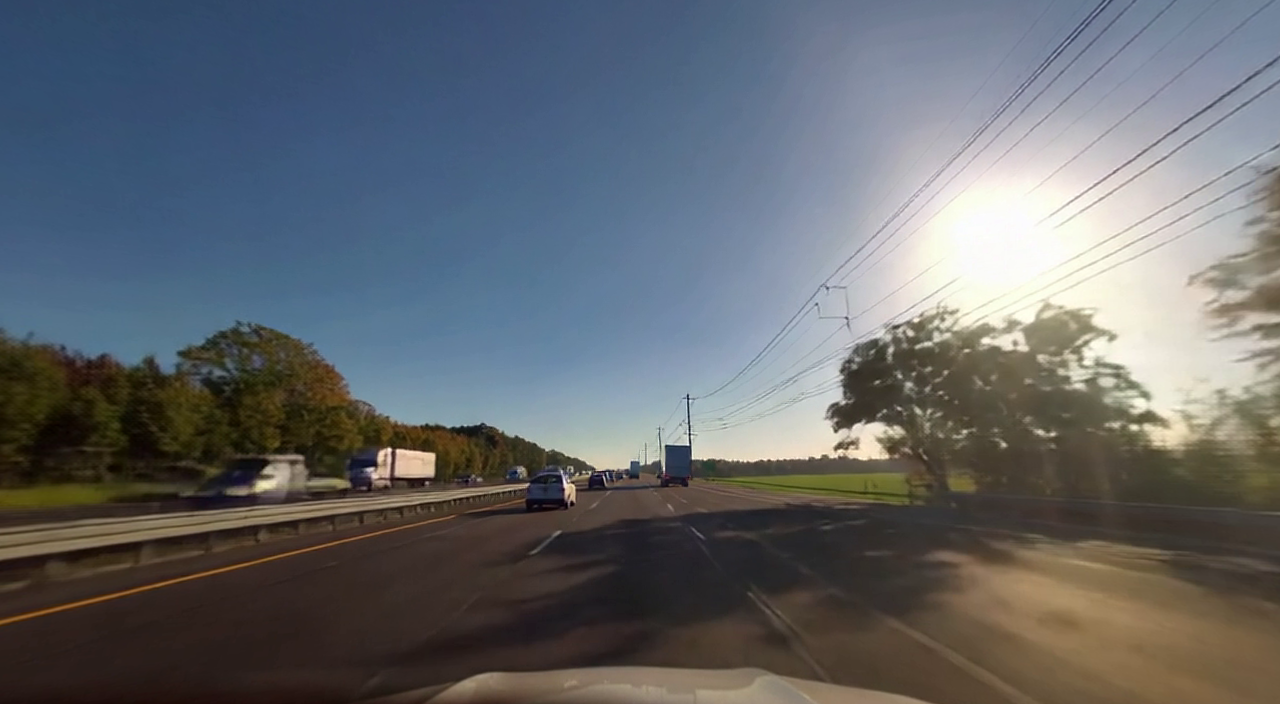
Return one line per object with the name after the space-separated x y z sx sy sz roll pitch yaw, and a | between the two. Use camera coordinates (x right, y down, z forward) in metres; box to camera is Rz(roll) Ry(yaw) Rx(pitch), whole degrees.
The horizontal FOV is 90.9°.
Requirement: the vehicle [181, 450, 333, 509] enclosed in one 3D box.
-12.135 4.105 20.438 1.964 1.656 4.650 1 -11 0 | vehicle

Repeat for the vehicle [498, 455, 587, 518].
-2.912 4.202 19.946 2.065 1.722 4.441 1 -11 0 | vehicle
